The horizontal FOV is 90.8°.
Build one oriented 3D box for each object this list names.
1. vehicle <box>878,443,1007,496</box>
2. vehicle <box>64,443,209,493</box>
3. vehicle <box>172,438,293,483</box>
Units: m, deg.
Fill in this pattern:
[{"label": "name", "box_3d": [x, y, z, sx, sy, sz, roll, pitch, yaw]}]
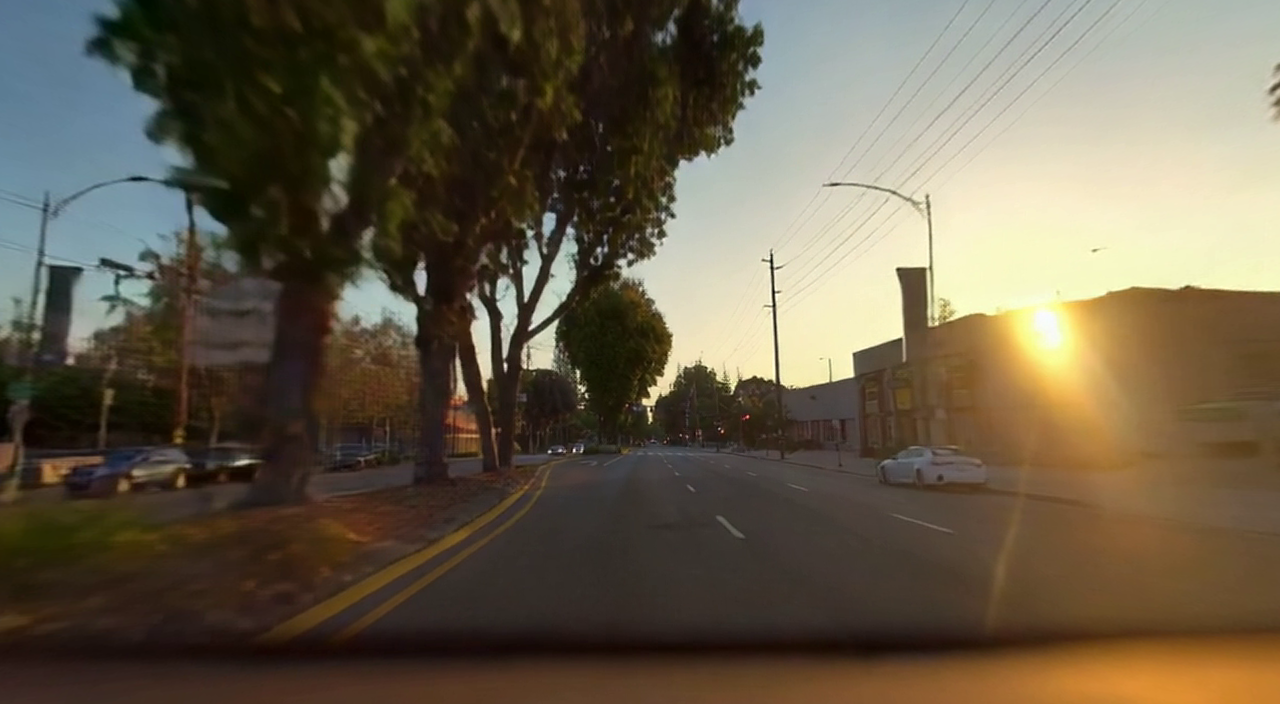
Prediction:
[{"label": "vehicle", "box_3d": [9.848, 3.825, 21.069, 1.919, 1.546, 4.730, 0, -9, 0]}, {"label": "vehicle", "box_3d": [-19.531, 4.474, 24.828, 1.966, 1.753, 4.634, 0, -9, -2]}, {"label": "vehicle", "box_3d": [-19.328, 5.131, 30.382, 2.085, 1.957, 5.548, 0, -8, 1]}]
